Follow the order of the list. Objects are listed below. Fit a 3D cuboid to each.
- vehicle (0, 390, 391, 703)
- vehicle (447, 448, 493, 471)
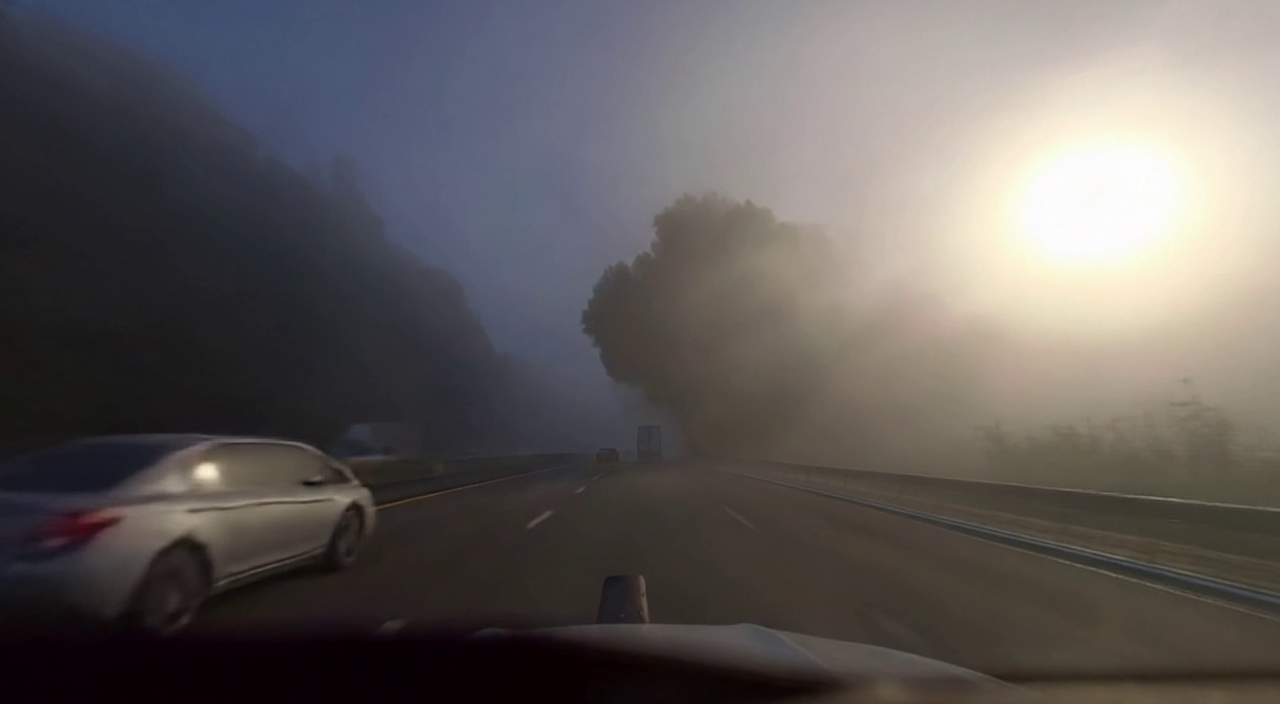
[{"bbox_3d":[-3.839,1.249,4.775,2.027,1.519,4.578,0,-9,0],"label":"vehicle"},{"bbox_3d":[-12.065,7.666,45.135,2.061,1.523,4.144,0,-9,1],"label":"vehicle"}]
